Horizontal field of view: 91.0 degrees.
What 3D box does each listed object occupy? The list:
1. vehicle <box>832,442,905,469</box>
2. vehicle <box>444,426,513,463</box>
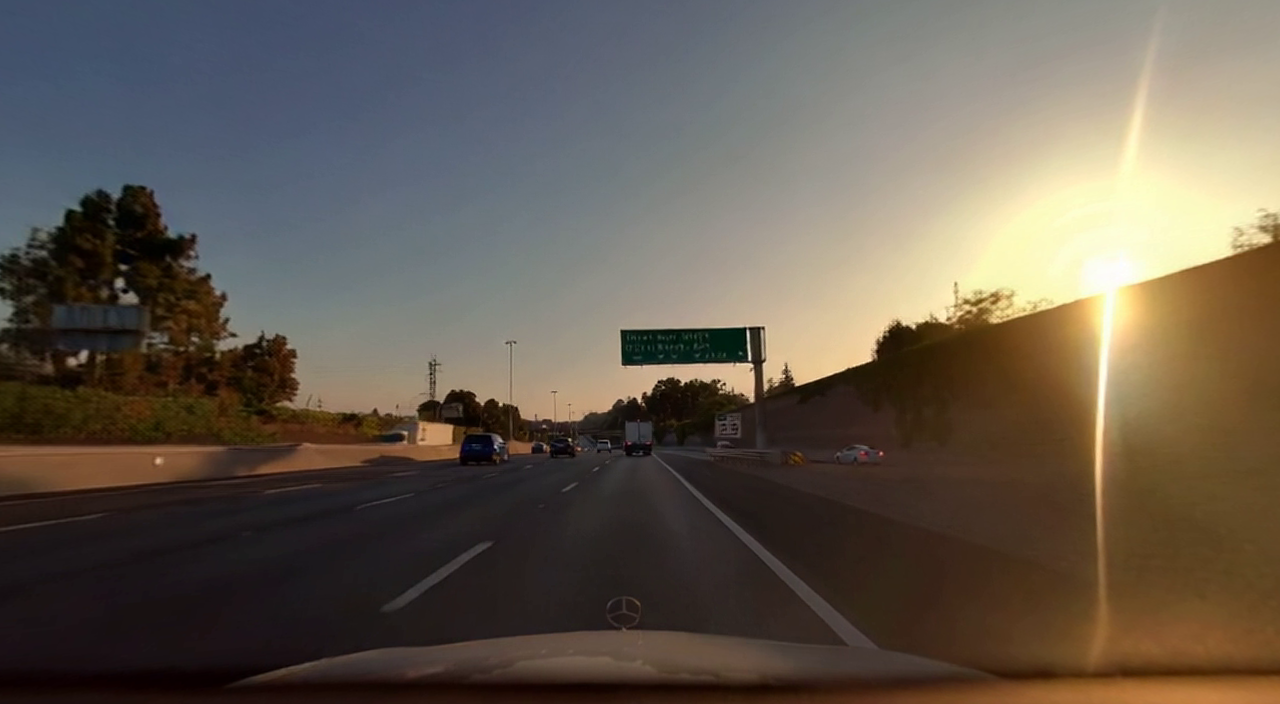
[{"bbox_3d":[13.684,6.223,38.038,2.075,1.510,4.569,1,-9,-9],"label":"vehicle"},{"bbox_3d":[-10.246,5.988,40.605,2.571,2.169,6.443,0,-9,1],"label":"vehicle"}]
